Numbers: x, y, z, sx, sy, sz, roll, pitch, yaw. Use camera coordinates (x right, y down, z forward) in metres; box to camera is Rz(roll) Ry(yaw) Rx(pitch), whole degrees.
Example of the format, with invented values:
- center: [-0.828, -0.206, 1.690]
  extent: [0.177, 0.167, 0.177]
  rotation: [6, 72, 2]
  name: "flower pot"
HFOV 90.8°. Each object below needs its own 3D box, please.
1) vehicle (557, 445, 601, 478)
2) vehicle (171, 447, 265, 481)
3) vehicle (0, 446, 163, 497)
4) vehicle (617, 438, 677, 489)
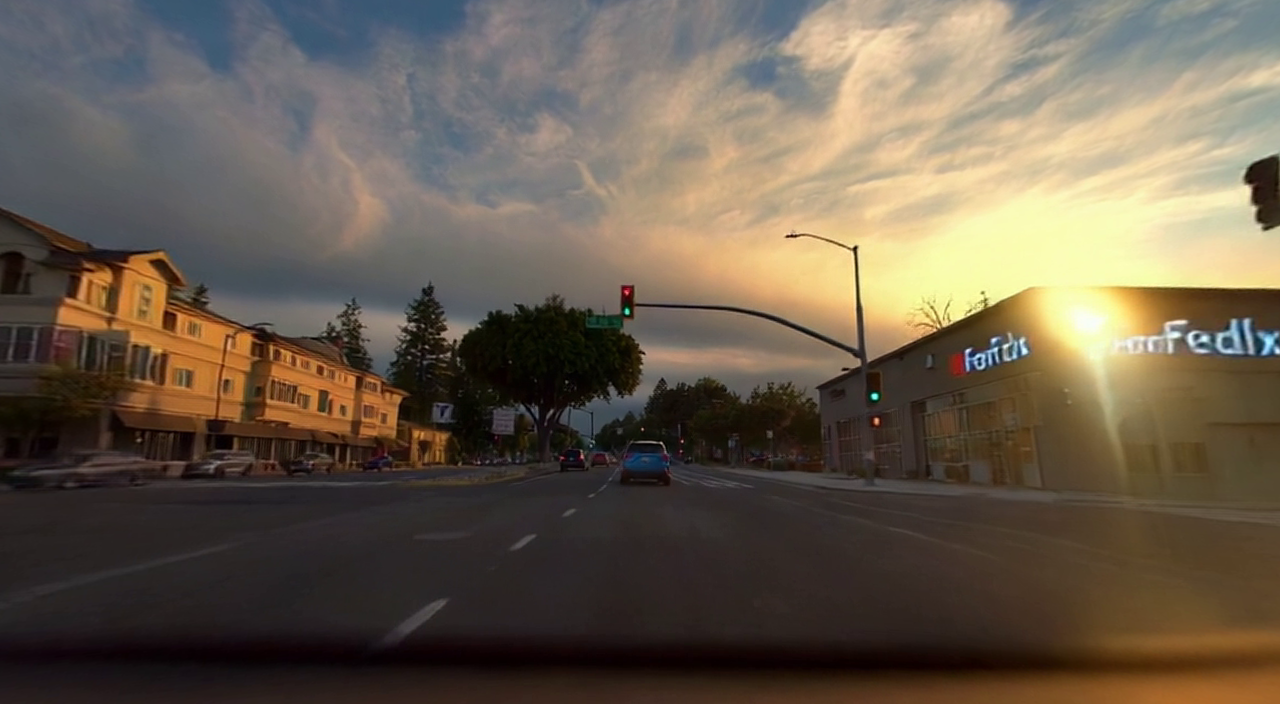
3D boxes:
- center: [-3.564, 6.504, 37.851]
  extent: [2.202, 1.856, 4.516]
  rotation: [0, -9, 0]
  name: "vehicle"
- center: [-25.519, 6.758, 38.521]
  extent: [2.182, 1.906, 5.364]
  rotation: [0, -9, -2]
  name: "vehicle"
- center: [-19.718, 4.118, 22.304]
  extent: [1.948, 1.586, 4.962]
  rotation: [0, -9, -2]
  name: "vehicle"
- center: [0.229, 4.586, 26.404]
  extent: [2.273, 1.909, 5.075]
  rotation: [0, -9, -1]
  name: "vehicle"
